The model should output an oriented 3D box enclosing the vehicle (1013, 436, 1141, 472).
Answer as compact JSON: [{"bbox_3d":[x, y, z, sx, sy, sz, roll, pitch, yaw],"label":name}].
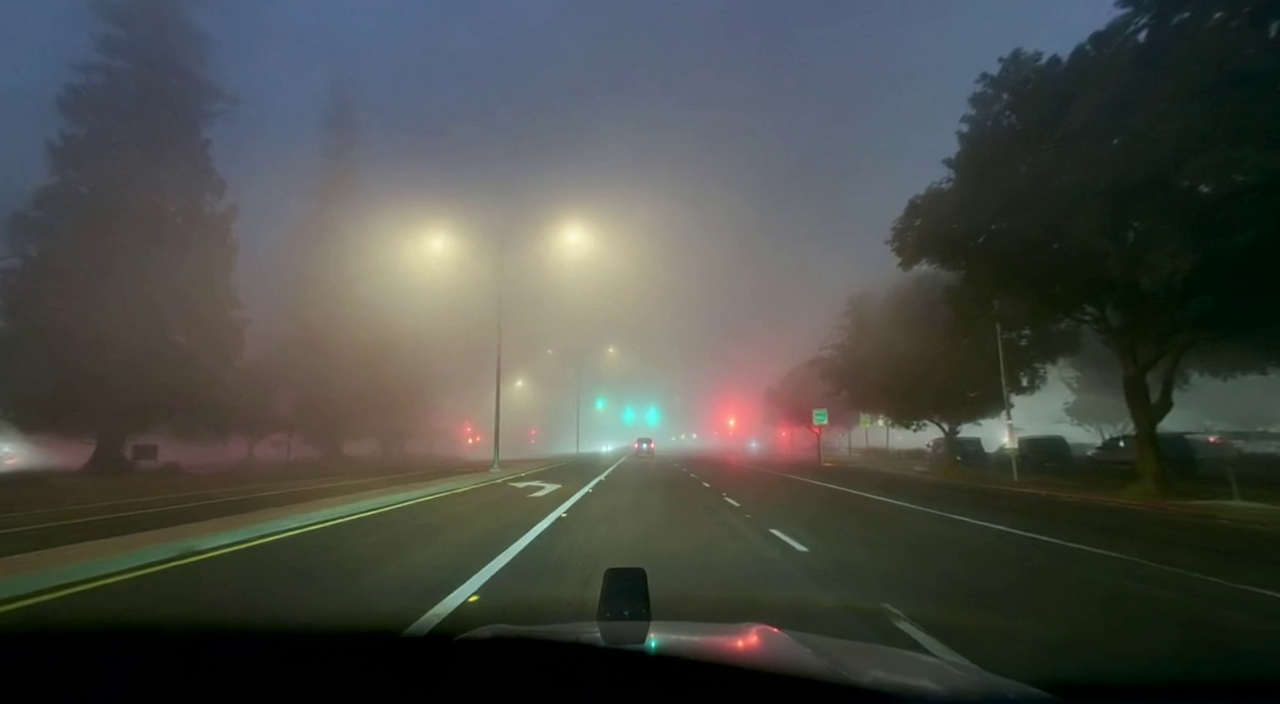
[{"bbox_3d":[19.036,4.468,27.710,4.348,1.448,1.976,-6,-10,29],"label":"vehicle"}]

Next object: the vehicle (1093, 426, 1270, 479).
[{"bbox_3d":[18.593,3.476,21.989,4.390,1.630,2.131,-6,-10,36],"label":"vehicle"}]

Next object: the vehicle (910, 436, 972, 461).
[{"bbox_3d":[19.281,6.219,40.568,1.842,1.495,4.474,0,-8,1],"label":"vehicle"}]
